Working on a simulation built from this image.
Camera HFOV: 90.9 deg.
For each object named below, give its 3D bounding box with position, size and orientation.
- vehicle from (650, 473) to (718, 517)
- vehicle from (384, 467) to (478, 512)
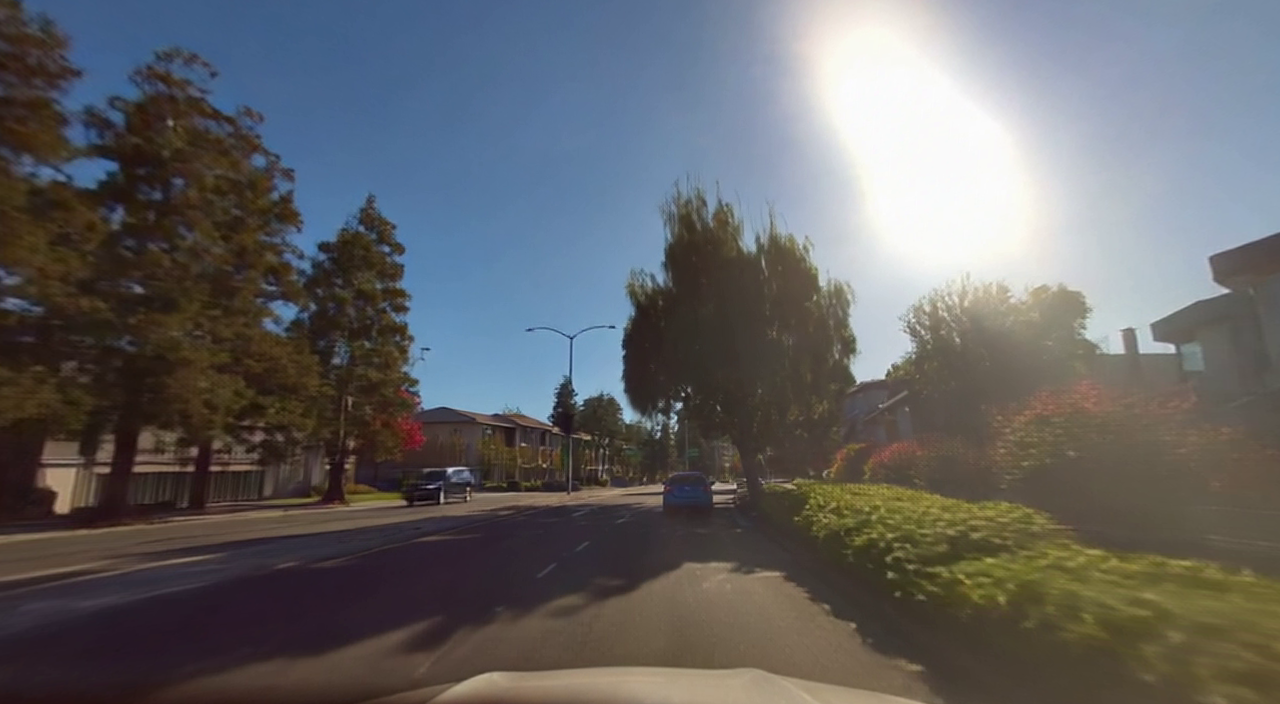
[{"bbox_3d":[1.646,4.805,21.584,1.972,1.250,5.282,-1,-11,8],"label":"vehicle"},{"bbox_3d":[-9.294,6.132,28.487,2.066,1.744,4.771,-5,-11,8],"label":"vehicle"}]
